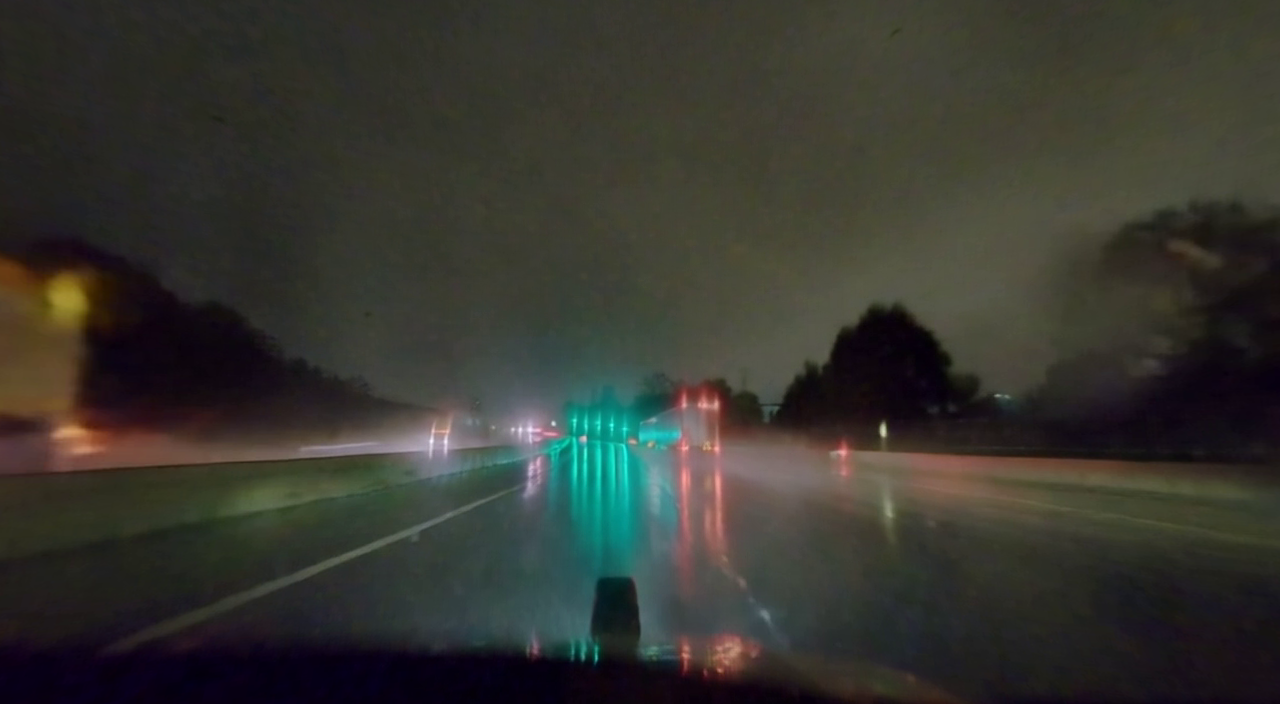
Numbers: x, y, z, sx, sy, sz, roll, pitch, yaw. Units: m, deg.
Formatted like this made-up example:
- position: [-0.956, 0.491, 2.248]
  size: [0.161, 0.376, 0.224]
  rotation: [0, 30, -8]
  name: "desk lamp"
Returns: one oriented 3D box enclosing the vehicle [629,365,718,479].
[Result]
- position: [1.550, 3.465, 29.281]
  size: [3.153, 4.080, 13.081]
  rotation: [-1, -8, 3]
  name: "vehicle"
